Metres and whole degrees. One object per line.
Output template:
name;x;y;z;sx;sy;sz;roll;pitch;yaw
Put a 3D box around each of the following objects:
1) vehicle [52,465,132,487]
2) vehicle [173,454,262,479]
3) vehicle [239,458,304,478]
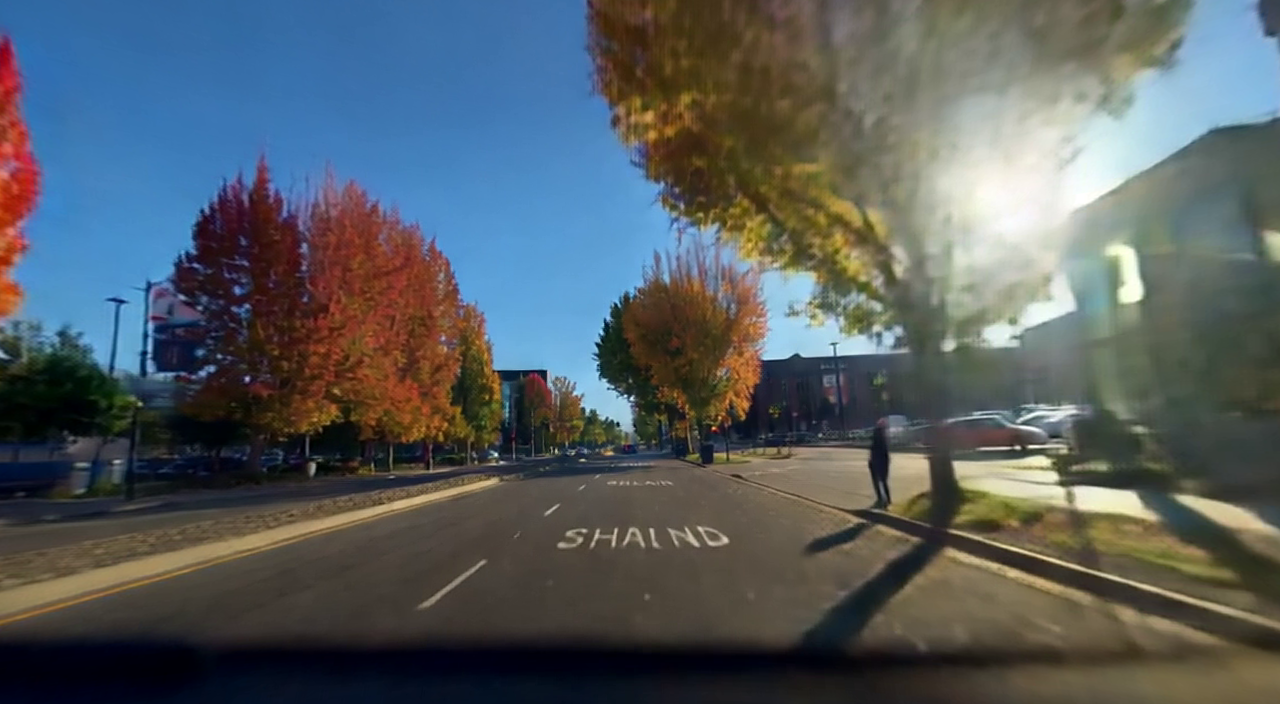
vehicle;-40.975;9.265;46.983;4.138;1.508;1.822;0;-9;-2
vehicle;-28.553;7.756;42.529;4.552;1.576;2.005;0;-9;2
vehicle;-28.148;8.873;47.997;3.844;1.448;1.746;0;-9;1
